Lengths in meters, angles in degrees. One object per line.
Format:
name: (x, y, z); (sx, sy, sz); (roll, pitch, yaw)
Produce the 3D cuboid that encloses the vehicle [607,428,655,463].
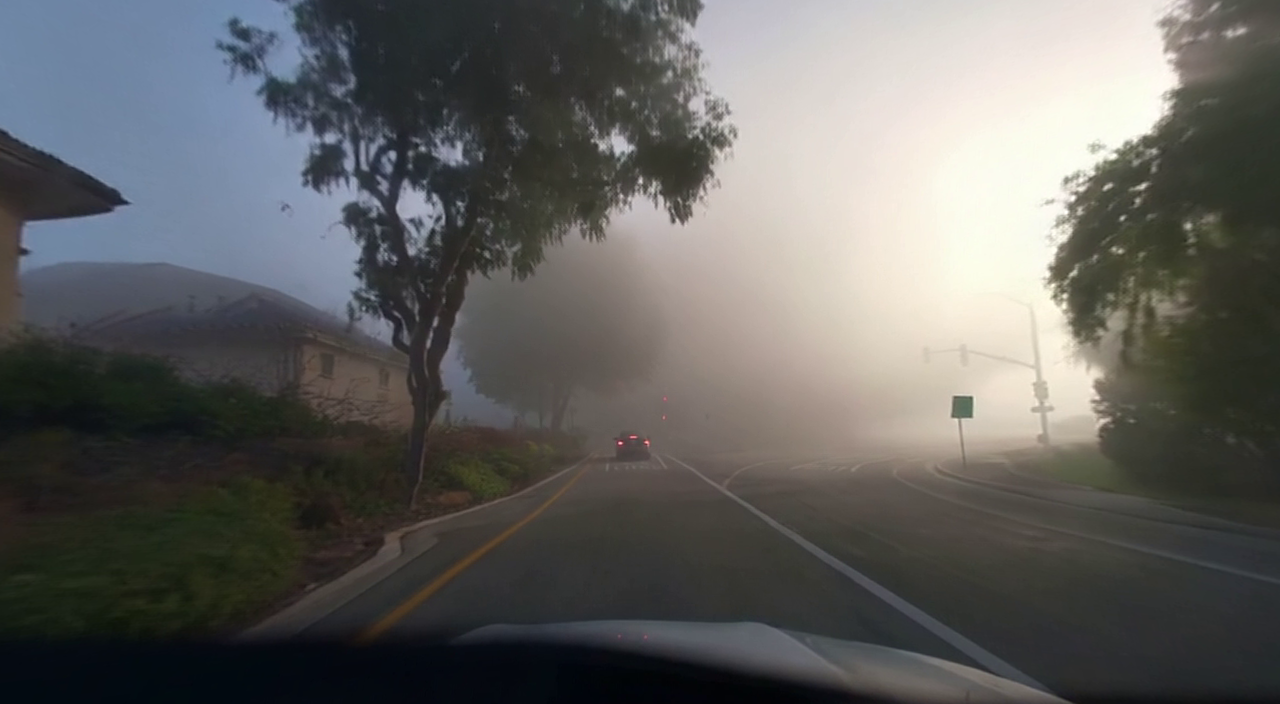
vehicle: (-0.424, 4.353, 29.352); (2.056, 1.473, 4.380); (0, -8, -1)
